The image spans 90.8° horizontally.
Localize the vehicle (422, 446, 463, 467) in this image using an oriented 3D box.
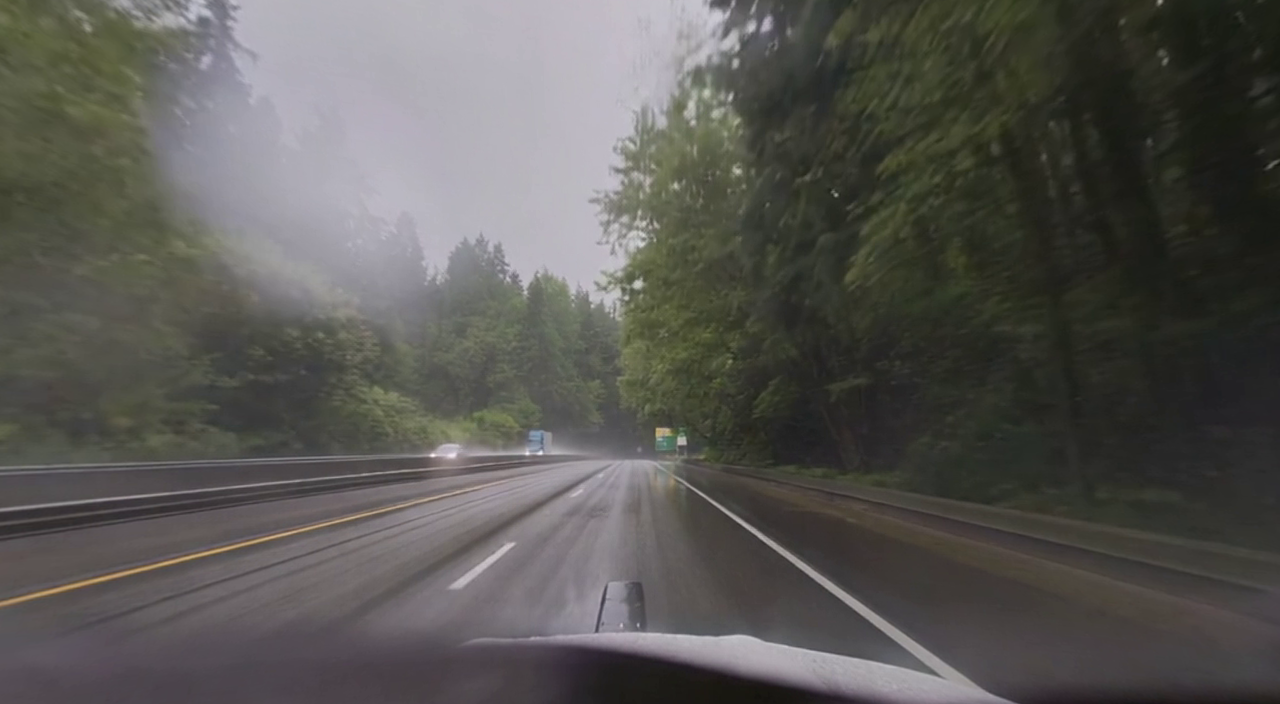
[{"bbox_3d":[-15.325,8.130,49.100,1.843,1.534,4.172,0,-9,0],"label":"vehicle"}]
